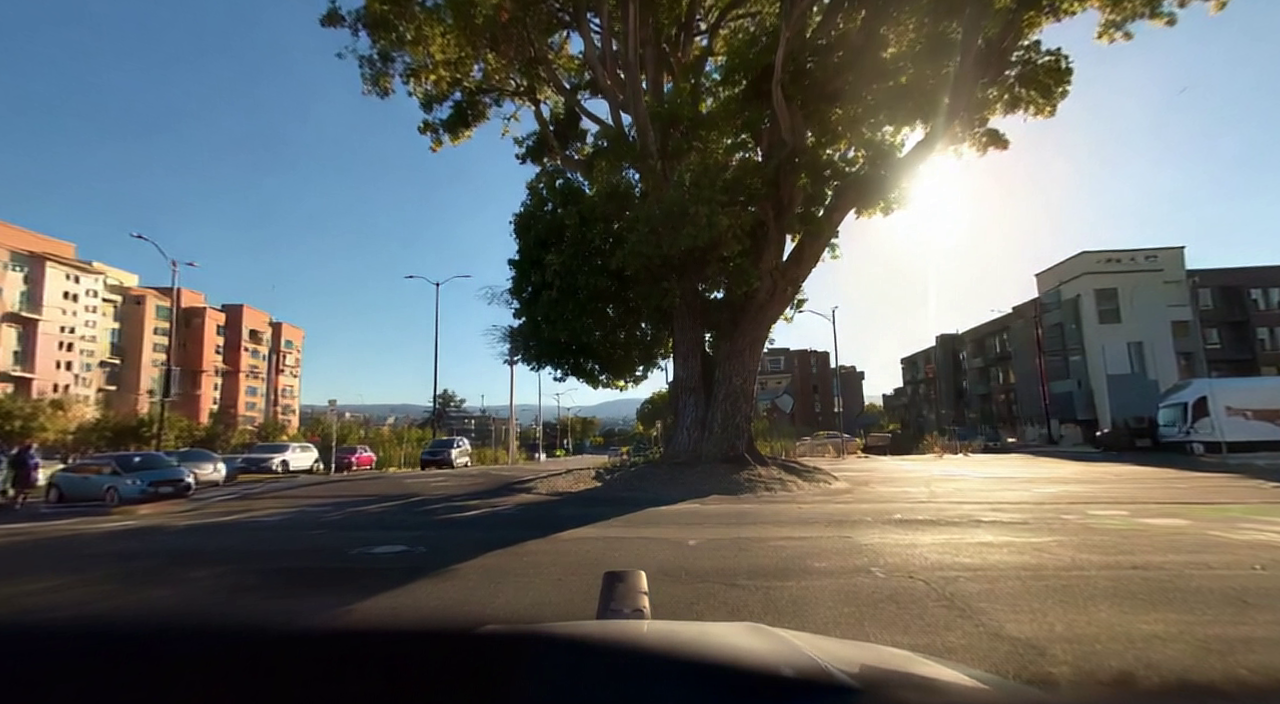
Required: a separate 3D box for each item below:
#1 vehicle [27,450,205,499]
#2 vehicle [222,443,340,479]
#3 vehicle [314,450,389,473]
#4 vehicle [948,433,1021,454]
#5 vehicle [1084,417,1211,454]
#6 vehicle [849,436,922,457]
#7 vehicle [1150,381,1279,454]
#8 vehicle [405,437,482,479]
[{"bbox_3d":[-16.551,3.859,20.018,4.233,1.432,1.755,-1,-9,5],"label":"vehicle"},{"bbox_3d":[-17.670,5.345,31.264,2.010,1.583,4.582,-6,-10,34],"label":"vehicle"},{"bbox_3d":[-20.141,7.638,44.165,4.277,1.527,1.987,0,-8,-3],"label":"vehicle"},{"bbox_3d":[25.594,6.783,46.852,4.323,1.507,1.896,0,-8,-4],"label":"vehicle"},{"bbox_3d":[28.933,4.753,36.062,5.277,2.032,2.408,1,-7,-4],"label":"vehicle"},{"bbox_3d":[18.009,6.918,46.384,4.528,1.458,1.939,1,-7,-4],"label":"vehicle"},{"bbox_3d":[33.185,3.463,32.990,10.986,3.604,2.707,0,-9,-6],"label":"vehicle"},{"bbox_3d":[-8.619,4.651,28.130,2.156,1.620,4.945,0,-7,-4],"label":"vehicle"}]
